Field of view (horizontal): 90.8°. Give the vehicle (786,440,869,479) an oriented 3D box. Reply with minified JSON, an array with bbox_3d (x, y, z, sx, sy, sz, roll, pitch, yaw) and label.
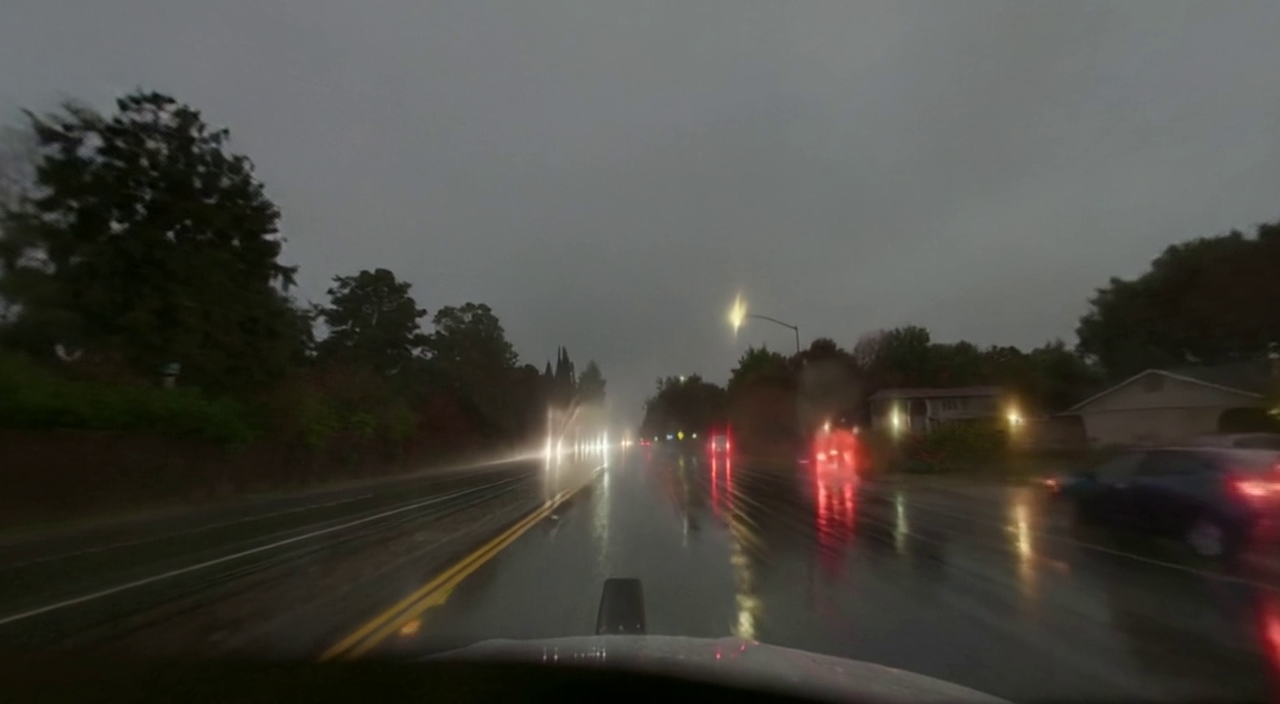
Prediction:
[{"bbox_3d":[7.628,4.426,26.244,1.967,1.449,4.645,0,-8,0],"label":"vehicle"}]

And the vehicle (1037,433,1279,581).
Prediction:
[{"bbox_3d":[7.428,1.780,7.890,2.010,1.469,4.548,0,-8,1],"label":"vehicle"}]
